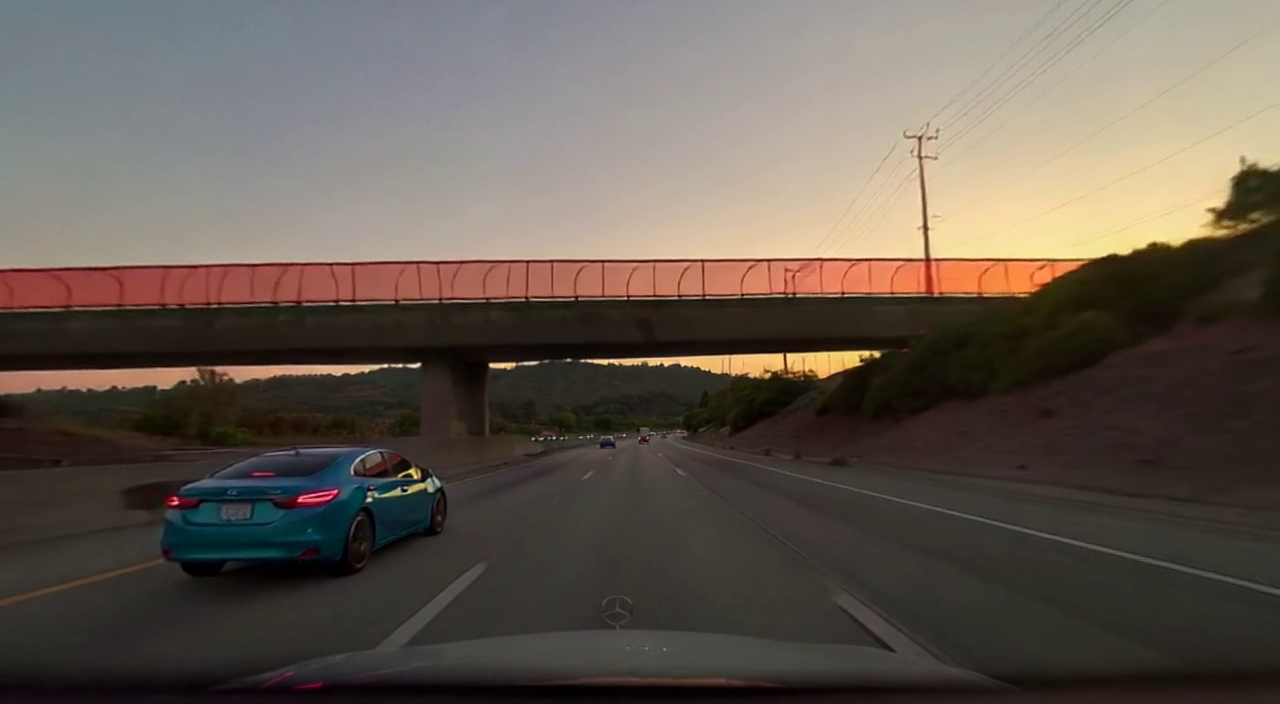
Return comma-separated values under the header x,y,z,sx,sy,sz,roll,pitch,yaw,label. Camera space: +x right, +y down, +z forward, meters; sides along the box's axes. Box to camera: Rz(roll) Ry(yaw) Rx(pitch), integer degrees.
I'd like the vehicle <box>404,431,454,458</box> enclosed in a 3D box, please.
x,y,z,sx,sy,sz,roll,pitch,yaw,label
-15.964,7.005,47.996,2.067,1.946,4.734,0,-8,0,vehicle
